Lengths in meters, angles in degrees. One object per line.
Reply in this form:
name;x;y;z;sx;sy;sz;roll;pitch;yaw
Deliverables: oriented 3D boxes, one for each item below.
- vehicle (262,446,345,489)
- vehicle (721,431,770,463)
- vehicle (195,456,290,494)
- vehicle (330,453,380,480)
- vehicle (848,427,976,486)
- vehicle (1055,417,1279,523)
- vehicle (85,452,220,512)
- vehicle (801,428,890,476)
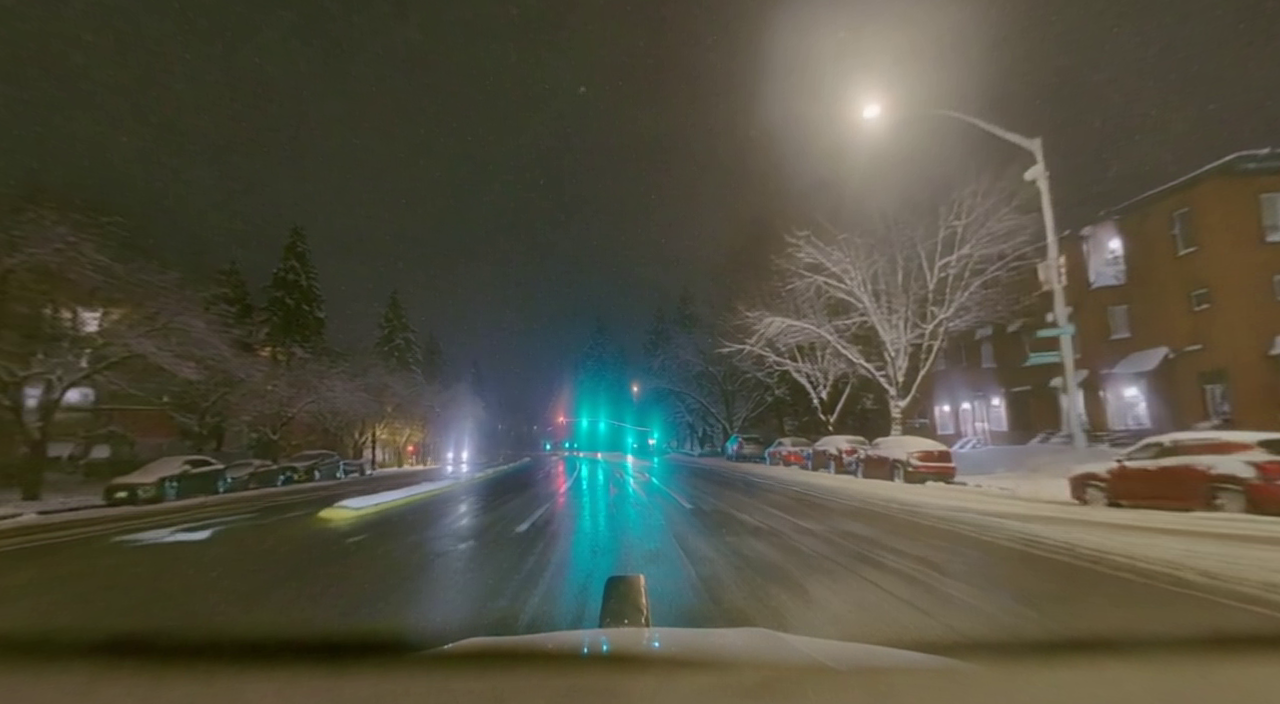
vehicle;-18.938;6.451;35.791;2.111;1.908;5.586;-1;-6;-5
vehicle;7.453;6.817;45.121;1.970;2.104;5.290;1;-9;-7
vehicle;-18.447;5.708;29.510;1.782;1.462;4.438;-1;-8;-3
vehicle;-19.583;7.833;43.465;1.778;1.433;4.305;-1;-6;-5
vehicle;9.156;3.565;21.776;2.039;1.752;4.876;0;-9;-3
vehicle;10.331;2.073;11.410;1.919;1.627;4.196;3;-9;-23
vehicle;-17.975;4.749;23.546;1.916;1.657;4.366;-2;-5;-6
vehicle;8.881;4.366;27.724;1.991;1.905;4.733;0;-9;-5
